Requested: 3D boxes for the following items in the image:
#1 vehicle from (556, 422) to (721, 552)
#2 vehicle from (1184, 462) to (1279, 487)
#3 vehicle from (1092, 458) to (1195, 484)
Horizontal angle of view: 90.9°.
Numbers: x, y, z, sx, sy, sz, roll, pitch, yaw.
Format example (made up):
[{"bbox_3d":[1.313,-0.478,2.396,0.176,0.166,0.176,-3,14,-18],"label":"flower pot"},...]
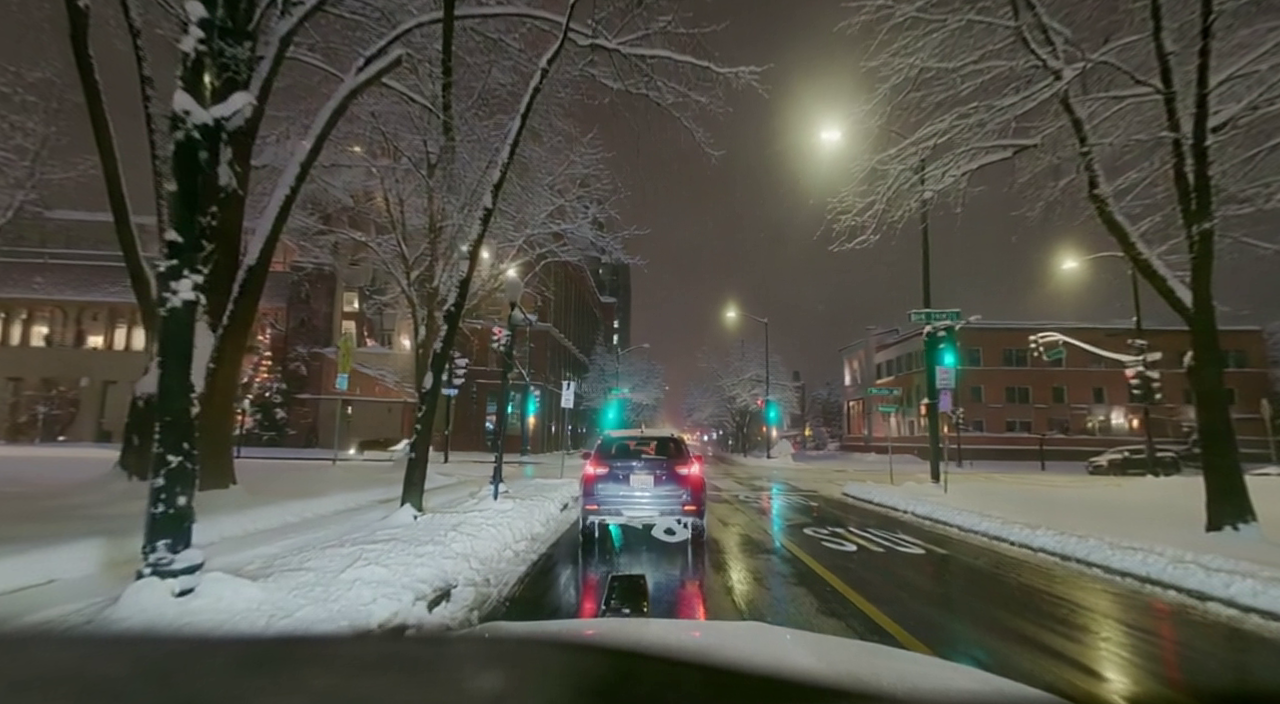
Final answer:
[{"bbox_3d":[-0.008,1.992,9.957,2.079,1.621,3.861,0,-8,1],"label":"vehicle"},{"bbox_3d":[36.064,7.383,38.141,4.457,1.409,1.873,0,-9,0],"label":"vehicle"},{"bbox_3d":[30.347,7.139,38.032,4.668,1.441,1.904,0,-9,-4],"label":"vehicle"}]
